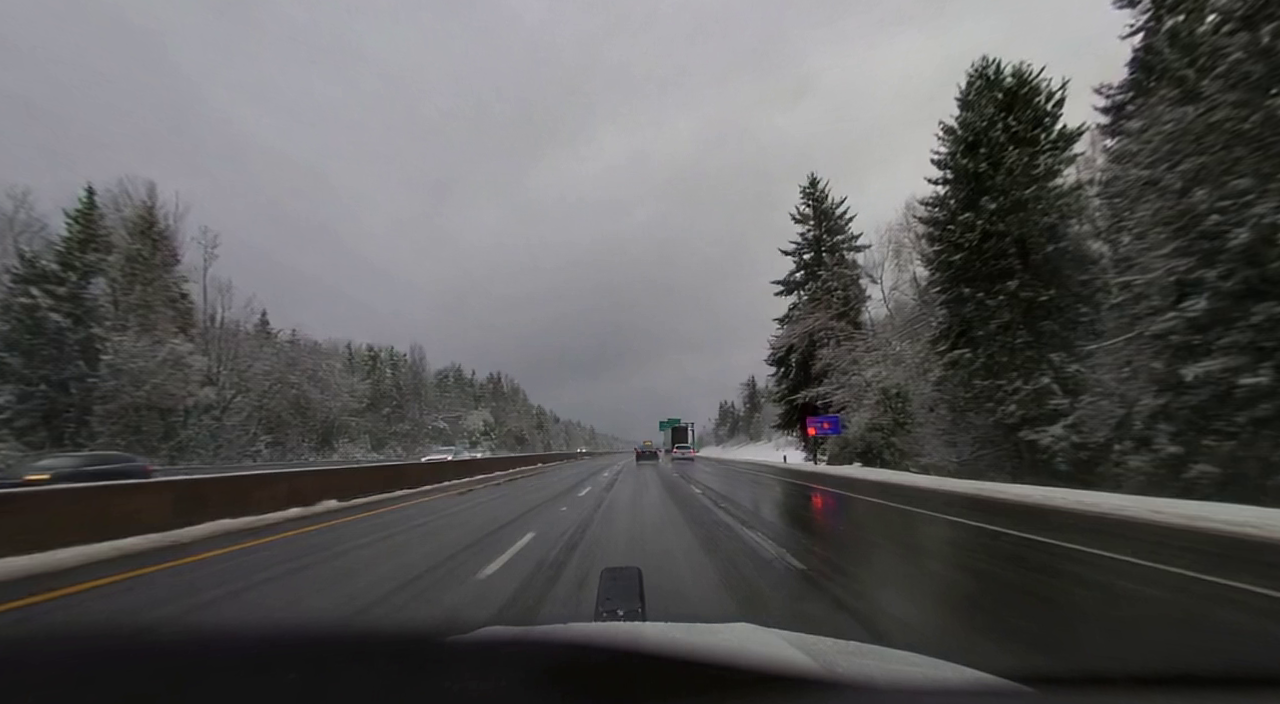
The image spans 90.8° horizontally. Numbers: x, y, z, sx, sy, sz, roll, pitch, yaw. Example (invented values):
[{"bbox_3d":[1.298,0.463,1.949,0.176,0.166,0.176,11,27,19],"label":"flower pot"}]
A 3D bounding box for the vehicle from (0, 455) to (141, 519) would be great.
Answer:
[{"bbox_3d":[-16.304,3.544,16.942,1.893,1.493,4.754,0,-9,0],"label":"vehicle"}]

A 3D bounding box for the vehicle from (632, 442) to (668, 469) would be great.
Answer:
[{"bbox_3d":[0.555,6.560,40.255,2.173,1.598,4.293,0,-9,-1],"label":"vehicle"}]

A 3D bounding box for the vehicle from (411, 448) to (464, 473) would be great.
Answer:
[{"bbox_3d":[-13.187,7.085,41.362,1.967,1.496,4.528,0,-9,0],"label":"vehicle"}]
